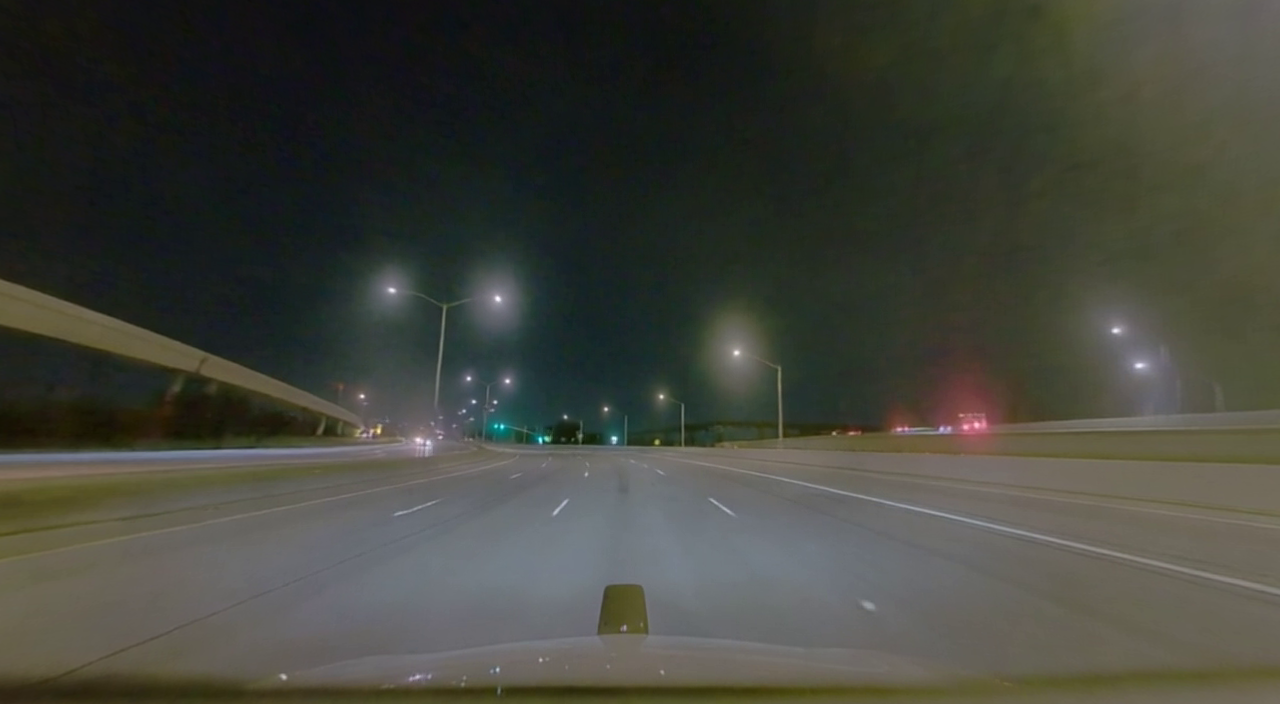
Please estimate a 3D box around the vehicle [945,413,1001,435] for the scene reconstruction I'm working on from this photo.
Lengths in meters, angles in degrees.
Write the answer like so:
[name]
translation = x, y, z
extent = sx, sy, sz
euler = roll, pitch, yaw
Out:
[vehicle]
translation = 25.218, 5.488, 47.863
extent = 1.944, 1.461, 3.689
euler = 1, -9, -6
